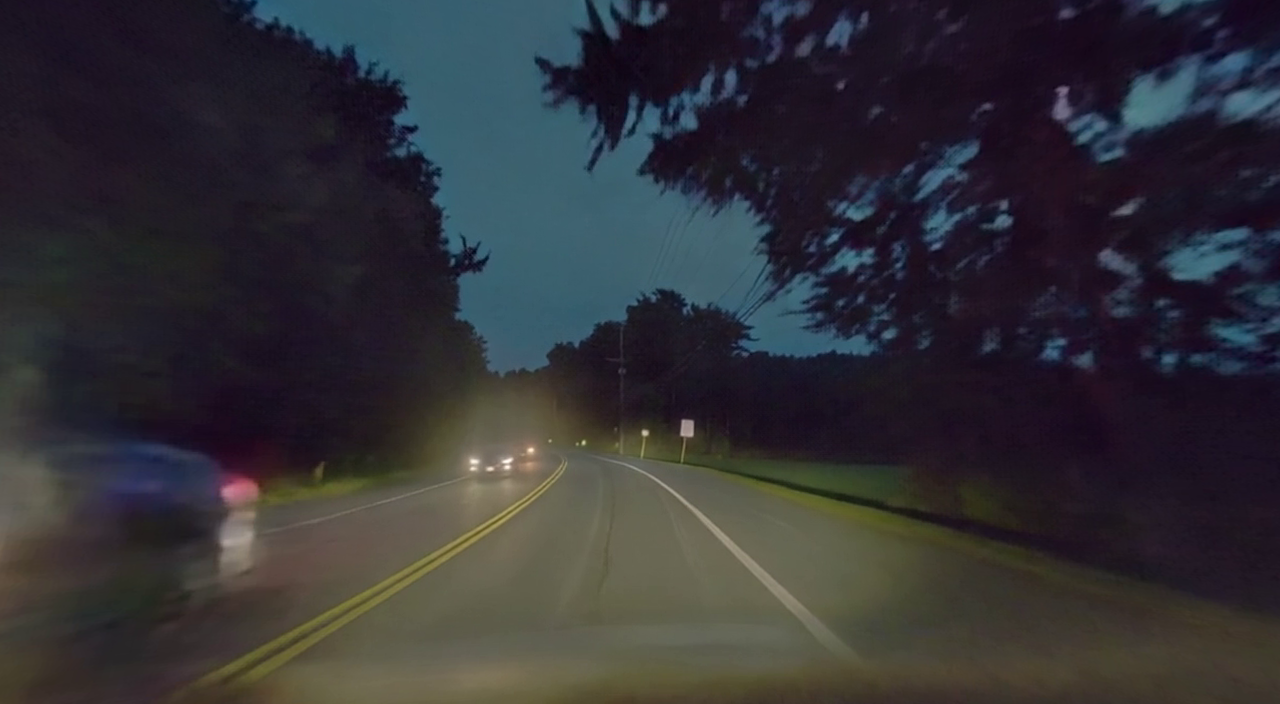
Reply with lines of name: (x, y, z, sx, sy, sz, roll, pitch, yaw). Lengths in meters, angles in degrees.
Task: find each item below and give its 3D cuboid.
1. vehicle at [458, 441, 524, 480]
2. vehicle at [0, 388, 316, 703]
vehicle: (-6.098, 4.473, 26.367, 1.965, 1.486, 4.385, 1, -9, -4)
vehicle: (-4.405, 1.141, 4.085, 2.165, 1.648, 4.605, 0, -9, 0)
